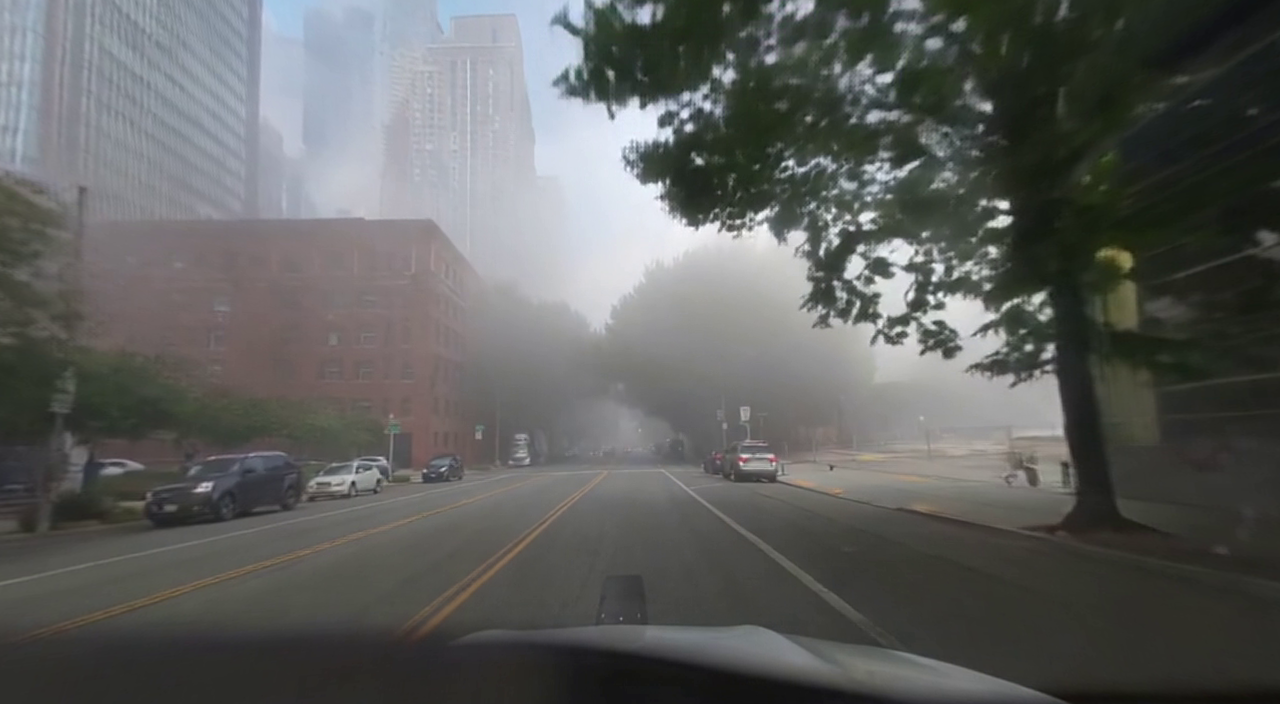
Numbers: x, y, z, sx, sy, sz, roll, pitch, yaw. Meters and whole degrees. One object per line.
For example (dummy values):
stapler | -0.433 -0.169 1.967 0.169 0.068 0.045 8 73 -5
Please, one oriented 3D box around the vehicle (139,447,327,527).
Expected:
vehicle | -11.344 3.719 18.273 1.970 1.828 5.519 -3 -8 -2

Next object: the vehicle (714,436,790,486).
vehicle | 4.662 4.649 27.242 2.237 1.908 5.320 0 -9 -1

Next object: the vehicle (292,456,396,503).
vehicle | -11.356 4.903 24.581 2.007 1.511 4.280 -4 -10 0

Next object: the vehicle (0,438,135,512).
vehicle | -18.529 3.746 19.869 4.675 1.985 2.189 -4 -7 25

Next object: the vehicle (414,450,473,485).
vehicle | -11.239 6.640 36.424 2.039 1.770 4.445 -3 -9 -1
